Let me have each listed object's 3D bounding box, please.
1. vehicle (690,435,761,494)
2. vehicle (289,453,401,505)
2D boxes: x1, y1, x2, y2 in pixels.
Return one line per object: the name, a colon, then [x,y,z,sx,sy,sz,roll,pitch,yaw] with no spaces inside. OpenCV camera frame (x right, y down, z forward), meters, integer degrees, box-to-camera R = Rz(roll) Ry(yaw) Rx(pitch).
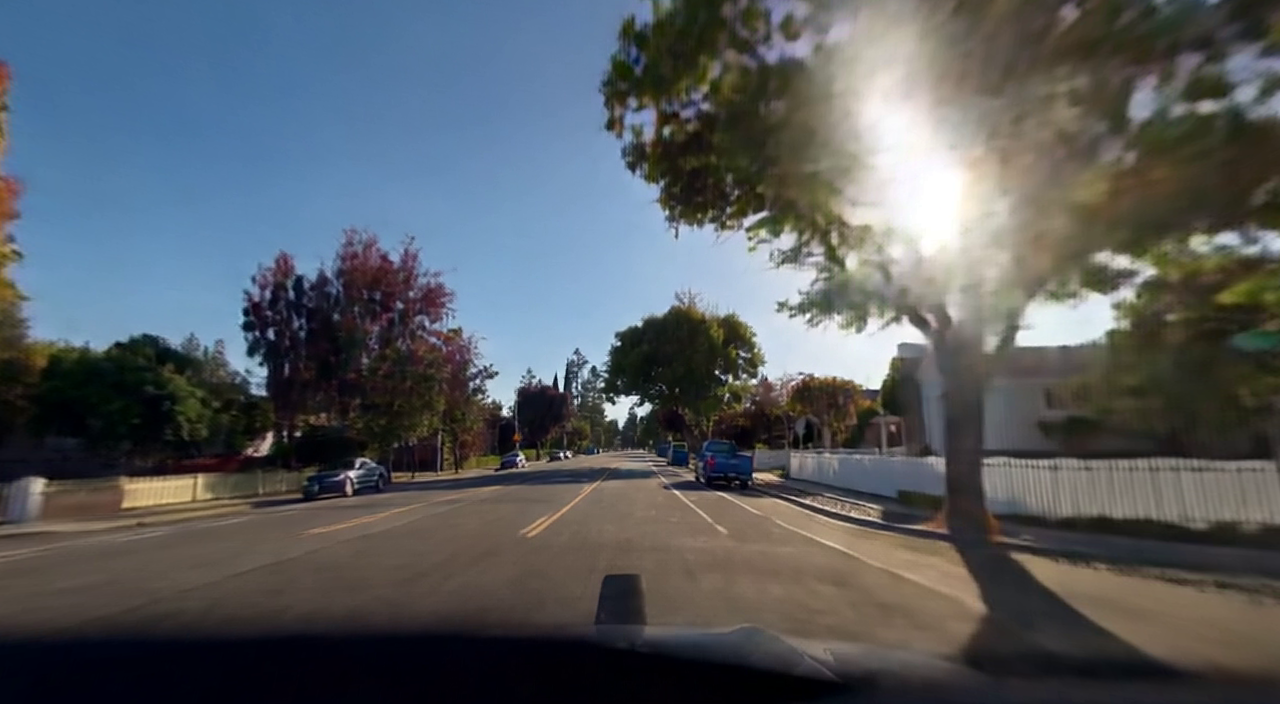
vehicle: [3.749,5.077,28.818,2.504,2.114,6.073,5,-9,3]
vehicle: [-10.855,4.667,23.711,2.049,1.527,4.677,-4,-8,-1]
